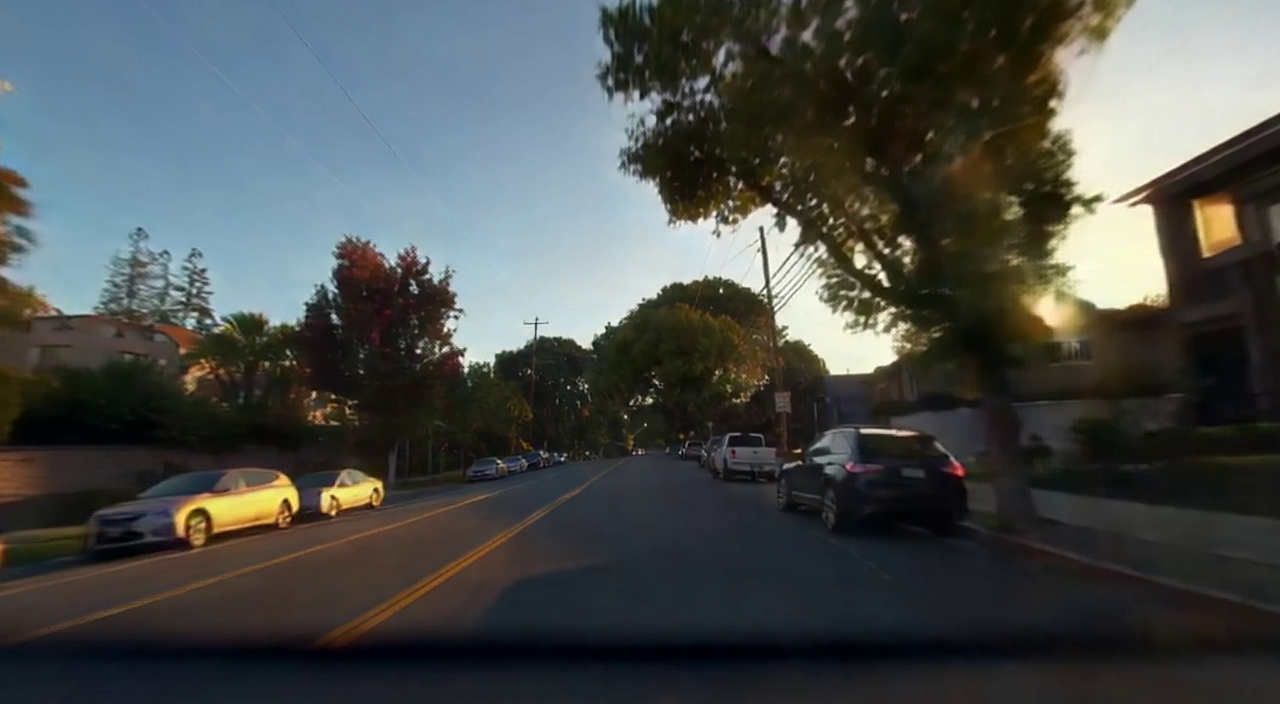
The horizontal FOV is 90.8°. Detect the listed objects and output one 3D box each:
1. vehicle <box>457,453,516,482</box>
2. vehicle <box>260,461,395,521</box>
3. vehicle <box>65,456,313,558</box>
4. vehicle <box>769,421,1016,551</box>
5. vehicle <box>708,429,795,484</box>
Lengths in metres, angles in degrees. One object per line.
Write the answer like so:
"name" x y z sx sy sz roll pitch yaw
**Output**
"vehicle" -8.850 6.665 36.862 2.208 1.508 4.590 -1 -9 1
"vehicle" -9.156 4.089 19.010 1.818 1.469 4.349 -1 -9 0
"vehicle" -9.364 3.194 13.734 2.061 1.748 4.316 -1 -9 2
"vehicle" 3.728 2.067 10.502 2.089 1.638 4.628 0 -9 -1
"vehicle" 3.889 3.766 22.996 2.225 1.759 4.817 0 -9 -1
